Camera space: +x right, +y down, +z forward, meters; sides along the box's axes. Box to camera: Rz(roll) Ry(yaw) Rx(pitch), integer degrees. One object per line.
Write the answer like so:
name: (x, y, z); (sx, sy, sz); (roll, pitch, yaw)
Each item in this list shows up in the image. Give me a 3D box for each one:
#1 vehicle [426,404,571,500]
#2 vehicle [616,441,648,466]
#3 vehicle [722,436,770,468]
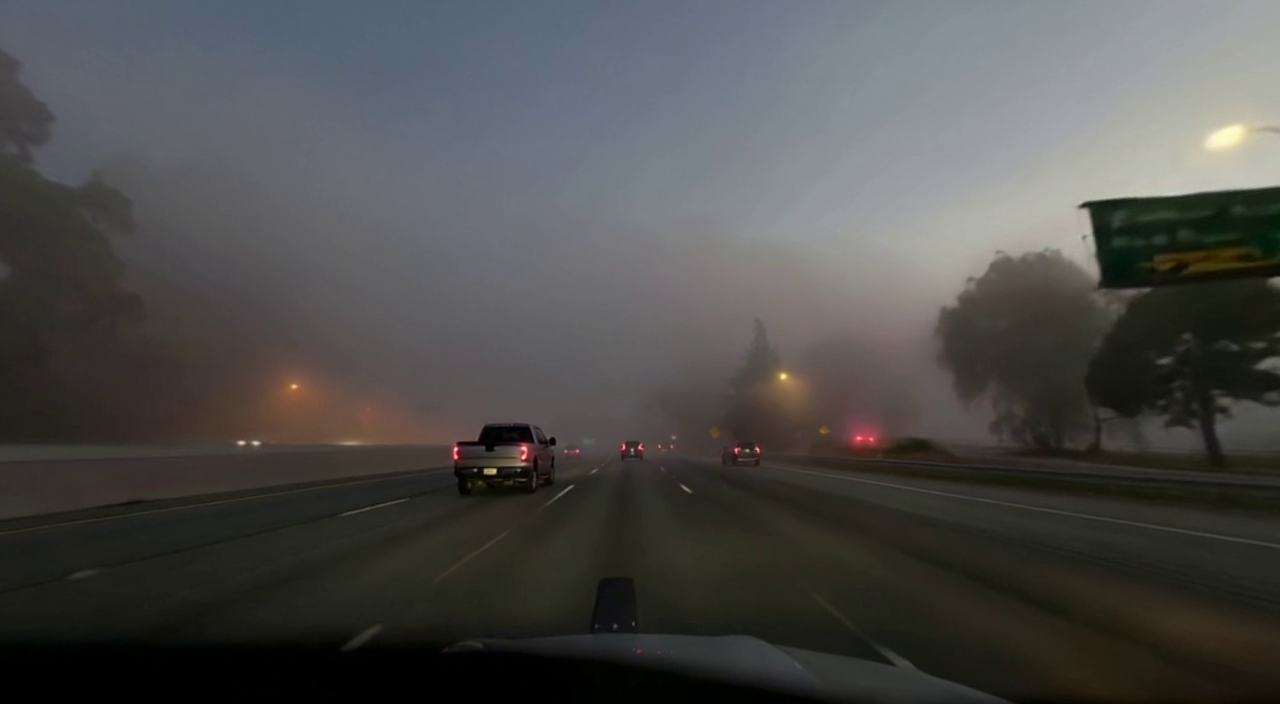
vehicle: (-3.575, 2.738, 17.539); (2.592, 2.179, 6.034); (0, -9, 0)
vehicle: (-0.565, 7.089, 44.154); (2.157, 1.642, 4.189); (0, -9, -1)
vehicle: (6.830, 6.528, 41.262); (2.103, 1.898, 5.310); (0, -9, -1)
